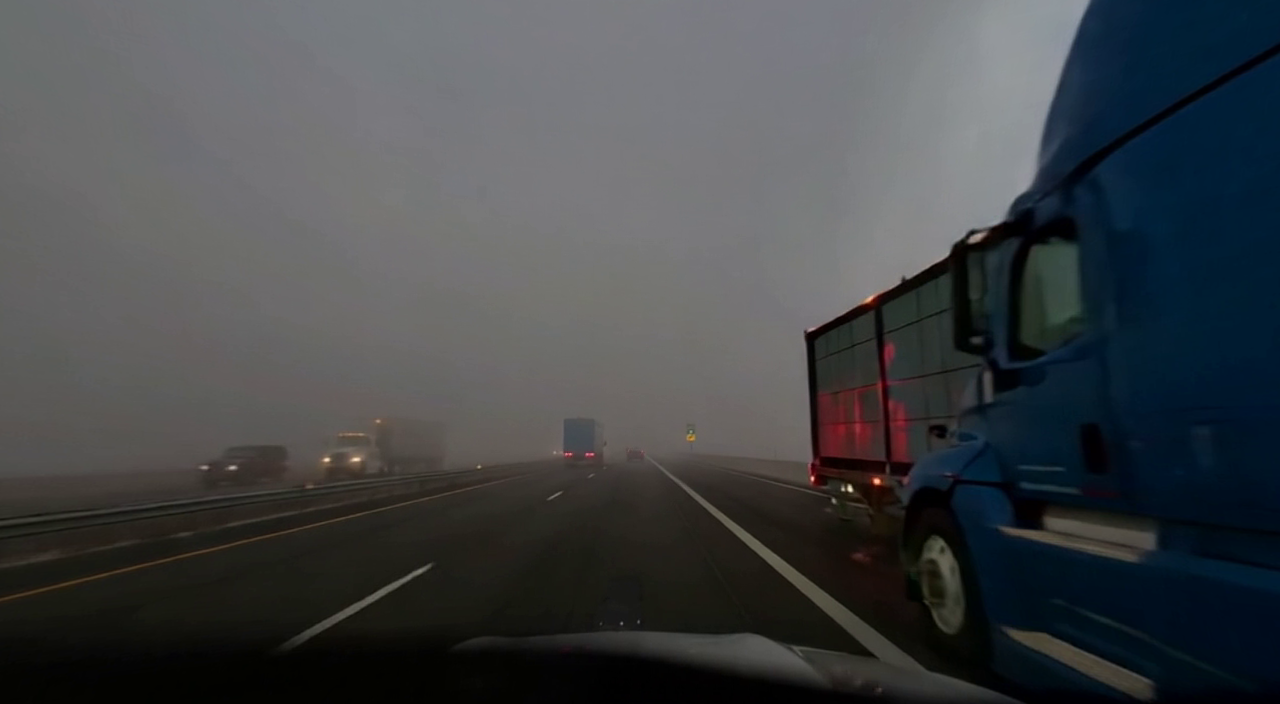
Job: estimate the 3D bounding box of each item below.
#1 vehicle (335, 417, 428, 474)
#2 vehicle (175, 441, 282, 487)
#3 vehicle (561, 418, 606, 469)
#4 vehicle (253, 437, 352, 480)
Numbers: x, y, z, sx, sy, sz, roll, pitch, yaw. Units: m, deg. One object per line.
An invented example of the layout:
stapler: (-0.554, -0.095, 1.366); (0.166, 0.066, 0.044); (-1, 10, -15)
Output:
vehicle: (-19.967, 7.371, 49.629); (3.025, 3.917, 10.227); (0, -9, 0)
vehicle: (-24.280, 6.610, 37.587); (2.374, 2.485, 5.901); (0, -9, 0)
vehicle: (-4.031, 6.764, 46.516); (2.707, 3.461, 7.191); (0, -9, 0)
vehicle: (-24.396, 7.745, 46.278); (2.520, 2.851, 8.576); (0, -9, 0)
